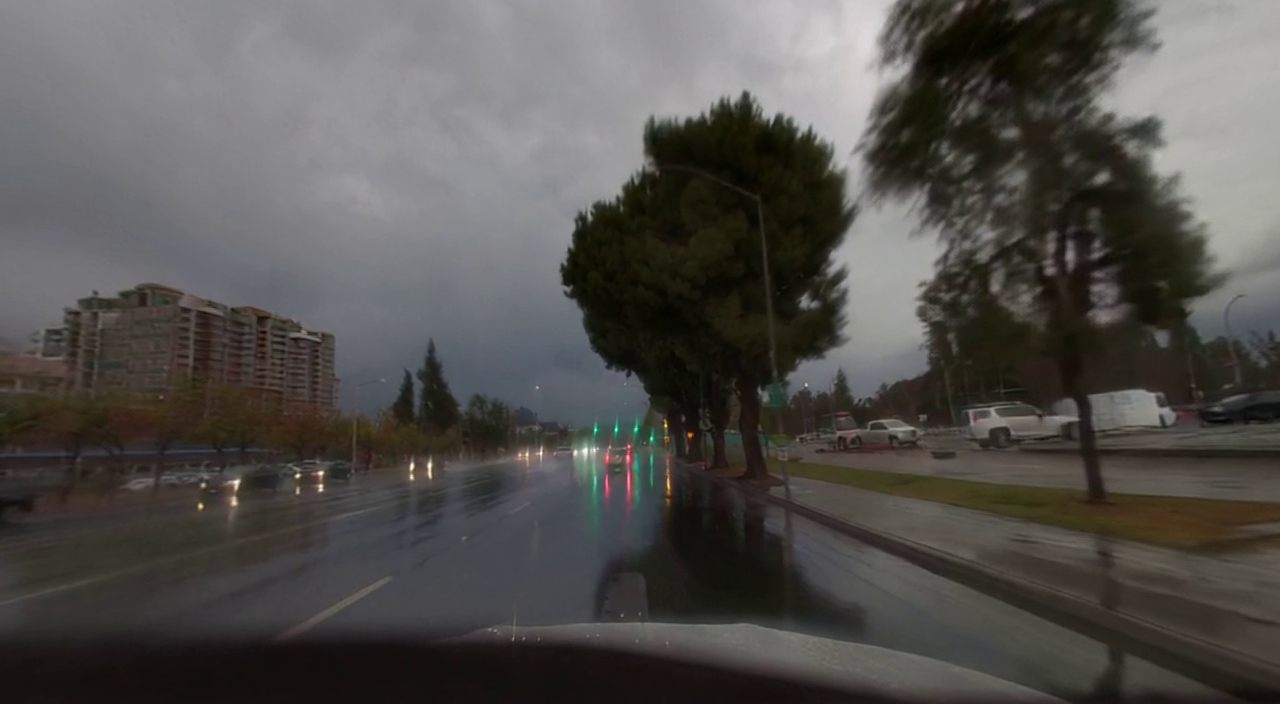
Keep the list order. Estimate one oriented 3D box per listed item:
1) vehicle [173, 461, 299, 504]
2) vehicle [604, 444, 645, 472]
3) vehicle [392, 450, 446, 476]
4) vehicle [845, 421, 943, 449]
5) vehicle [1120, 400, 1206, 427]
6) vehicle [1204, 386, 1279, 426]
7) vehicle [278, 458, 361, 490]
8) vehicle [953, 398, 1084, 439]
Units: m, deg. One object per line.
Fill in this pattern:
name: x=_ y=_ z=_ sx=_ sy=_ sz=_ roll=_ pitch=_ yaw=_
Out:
vehicle: x=-16.545 y=5.332 z=26.225 sx=2.058 sy=1.459 sz=4.704 roll=0 pitch=-8 yaw=1
vehicle: x=-0.840 y=6.185 z=37.099 sx=2.235 sy=1.500 sz=4.420 roll=0 pitch=-8 yaw=1
vehicle: x=-16.873 y=8.455 z=48.508 sx=2.342 sy=1.868 sz=4.758 roll=0 pitch=-8 yaw=0
vehicle: x=13.146 y=4.330 z=32.948 sx=4.144 sy=1.407 sz=2.201 roll=0 pitch=-8 yaw=-2
vehicle: x=38.114 y=4.570 z=46.235 sx=2.472 sy=1.736 sz=4.684 roll=-1 pitch=-8 yaw=5
vehicle: x=28.831 y=2.516 z=28.826 sx=1.857 sy=1.615 sz=4.839 roll=0 pitch=-8 yaw=2
vehicle: x=-17.070 y=6.499 z=33.978 sx=1.985 sy=1.471 sz=4.797 roll=0 pitch=-8 yaw=0
vehicle: x=15.082 y=2.709 z=25.306 sx=3.956 sy=1.504 sz=2.170 roll=2 pitch=-9 yaw=-9
